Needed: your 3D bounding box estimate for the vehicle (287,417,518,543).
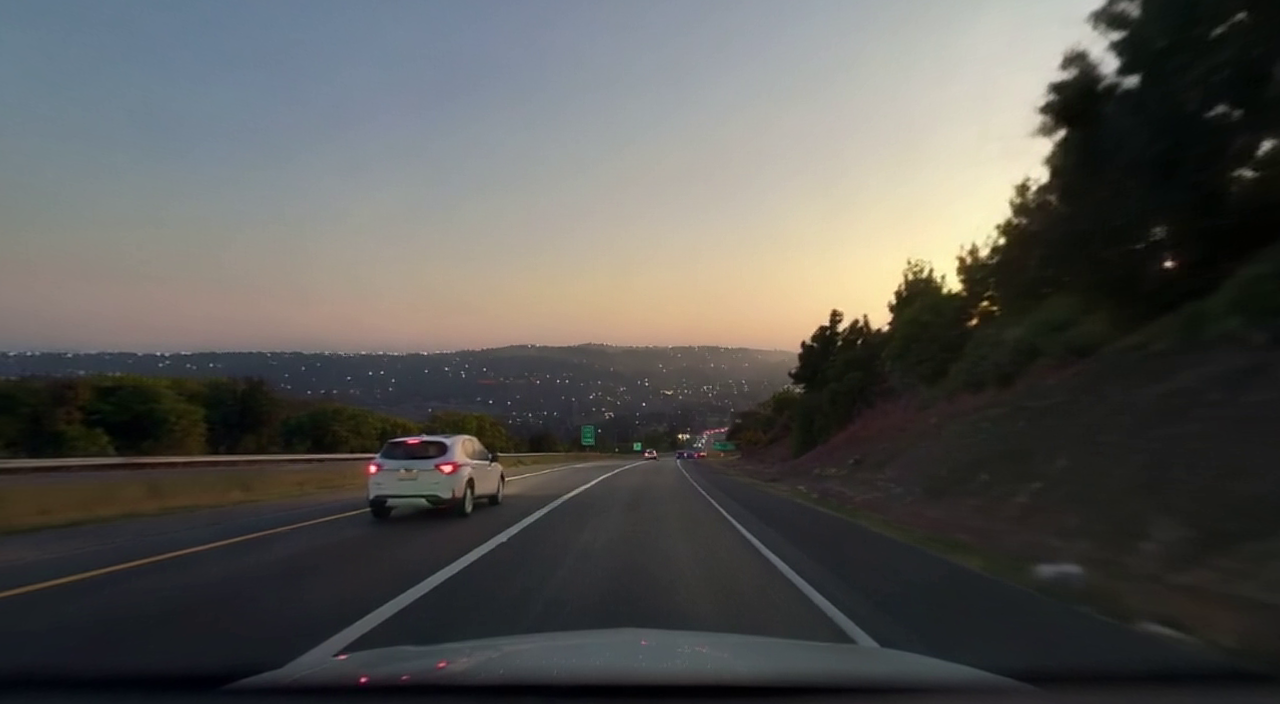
[{"bbox_3d":[-3.849,2.182,11.390,2.193,1.771,4.757,0,-9,2],"label":"vehicle"}]
